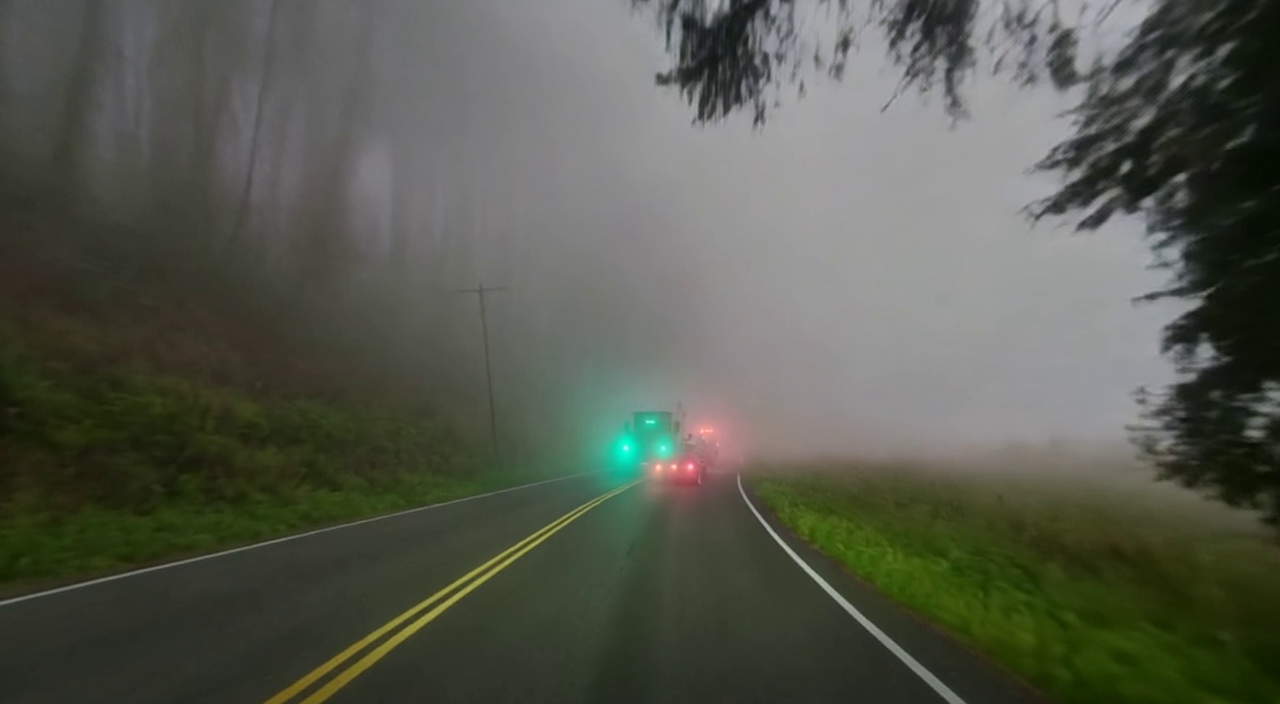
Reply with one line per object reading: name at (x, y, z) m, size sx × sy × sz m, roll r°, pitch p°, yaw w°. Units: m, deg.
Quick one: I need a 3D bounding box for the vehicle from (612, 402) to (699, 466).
vehicle at (1.330, 6.417, 48.159) m, size 4.788 × 4.368 × 6.529 m, roll -3°, pitch -11°, yaw 19°

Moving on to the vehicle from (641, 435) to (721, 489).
vehicle at (1.342, 3.348, 19.498) m, size 2.196 × 1.465 × 4.294 m, roll -1°, pitch -9°, yaw 6°
